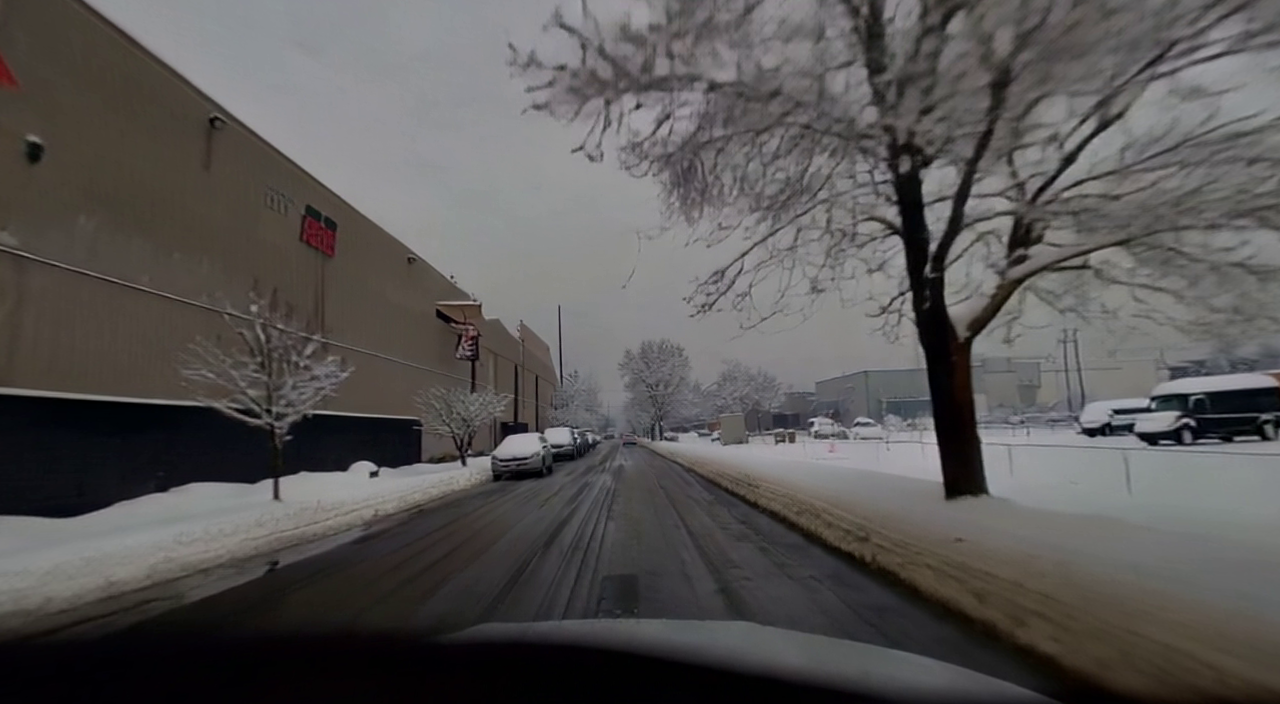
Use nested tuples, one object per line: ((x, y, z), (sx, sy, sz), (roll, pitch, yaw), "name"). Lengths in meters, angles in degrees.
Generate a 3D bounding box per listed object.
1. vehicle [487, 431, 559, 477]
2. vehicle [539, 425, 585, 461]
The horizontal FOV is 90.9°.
((-4.547, 4.057, 25.100), (2.040, 1.501, 4.440), (-4, -9, -1), "vehicle")
((-4.501, 5.421, 37.126), (2.161, 1.843, 5.181), (-4, -10, -2), "vehicle")
